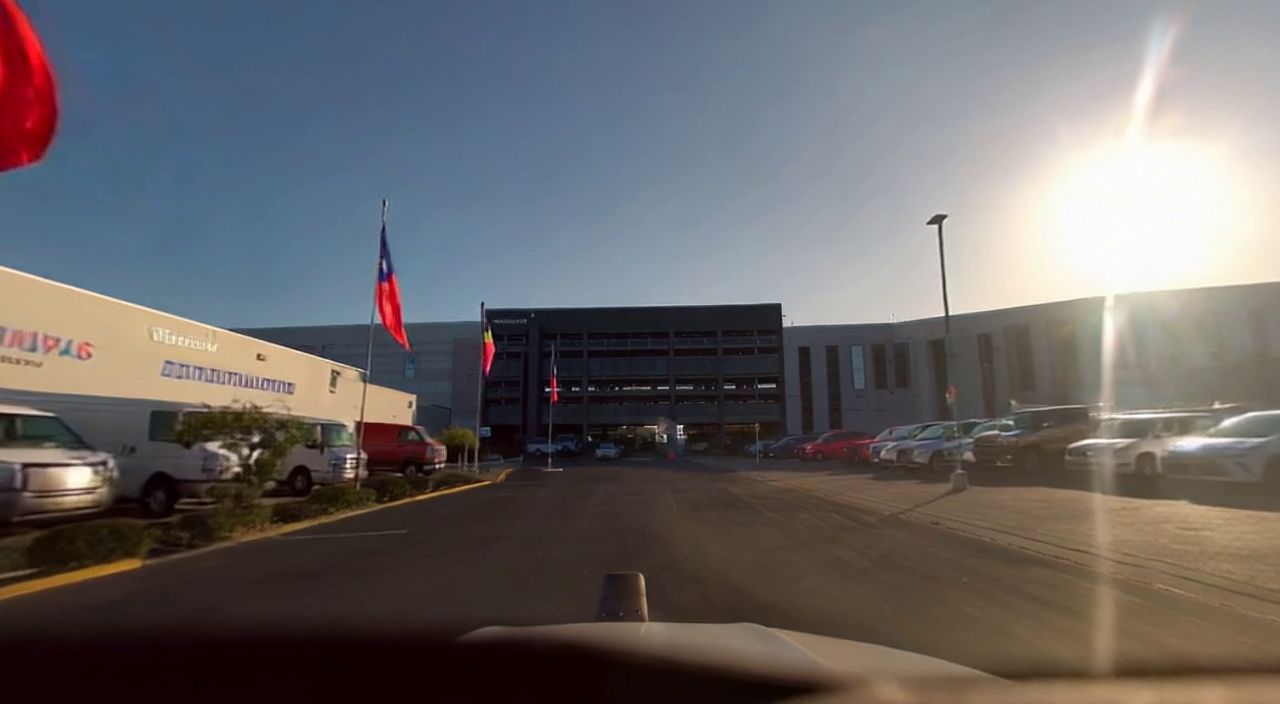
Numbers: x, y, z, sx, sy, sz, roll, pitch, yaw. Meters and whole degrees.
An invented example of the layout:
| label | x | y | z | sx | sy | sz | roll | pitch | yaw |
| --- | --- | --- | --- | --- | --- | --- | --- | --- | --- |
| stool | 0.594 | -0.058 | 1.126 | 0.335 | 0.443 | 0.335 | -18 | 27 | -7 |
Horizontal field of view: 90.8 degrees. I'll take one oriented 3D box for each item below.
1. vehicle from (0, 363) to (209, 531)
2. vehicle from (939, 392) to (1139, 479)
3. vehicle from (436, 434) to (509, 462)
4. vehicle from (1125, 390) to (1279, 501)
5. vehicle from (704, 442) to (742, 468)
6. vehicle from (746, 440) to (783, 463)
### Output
| label | x | y | z | sx | sy | sz | roll | pitch | yaw |
| --- | --- | --- | --- | --- | --- | --- | --- | --- | --- |
| vehicle | -11.215 | 1.695 | 11.357 | 5.128 | 2.664 | 2.327 | -1 | -8 | 1 |
| vehicle | 11.824 | 2.468 | 18.626 | 6.017 | 2.202 | 2.328 | 4 | -10 | -30 |
| vehicle | -12.915 | 7.386 | 48.537 | 5.672 | 1.963 | 2.189 | -6 | -10 | 35 |
| vehicle | 11.955 | 1.738 | 11.888 | 5.427 | 1.722 | 2.235 | 4 | -9 | -27 |
| vehicle | 5.496 | 6.883 | 42.436 | 2.026 | 1.659 | 4.314 | -1 | -8 | 0 |
| vehicle | 9.852 | 7.818 | 49.810 | 2.021 | 1.753 | 4.342 | -4 | -9 | 22 |
